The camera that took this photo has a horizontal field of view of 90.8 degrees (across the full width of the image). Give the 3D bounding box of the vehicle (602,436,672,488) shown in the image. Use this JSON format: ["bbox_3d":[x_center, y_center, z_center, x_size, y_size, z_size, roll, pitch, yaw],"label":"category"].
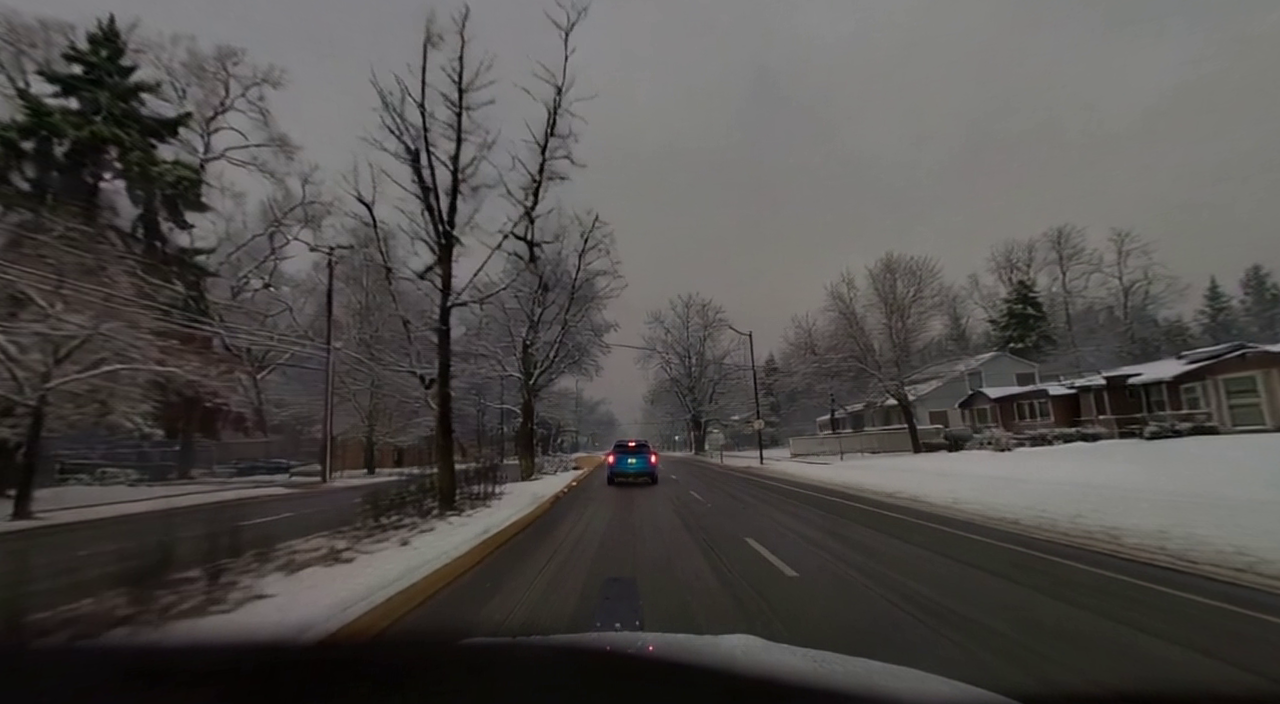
[{"bbox_3d":[-0.113,3.797,22.090,2.181,1.639,4.127,0,-9,0],"label":"vehicle"}]
